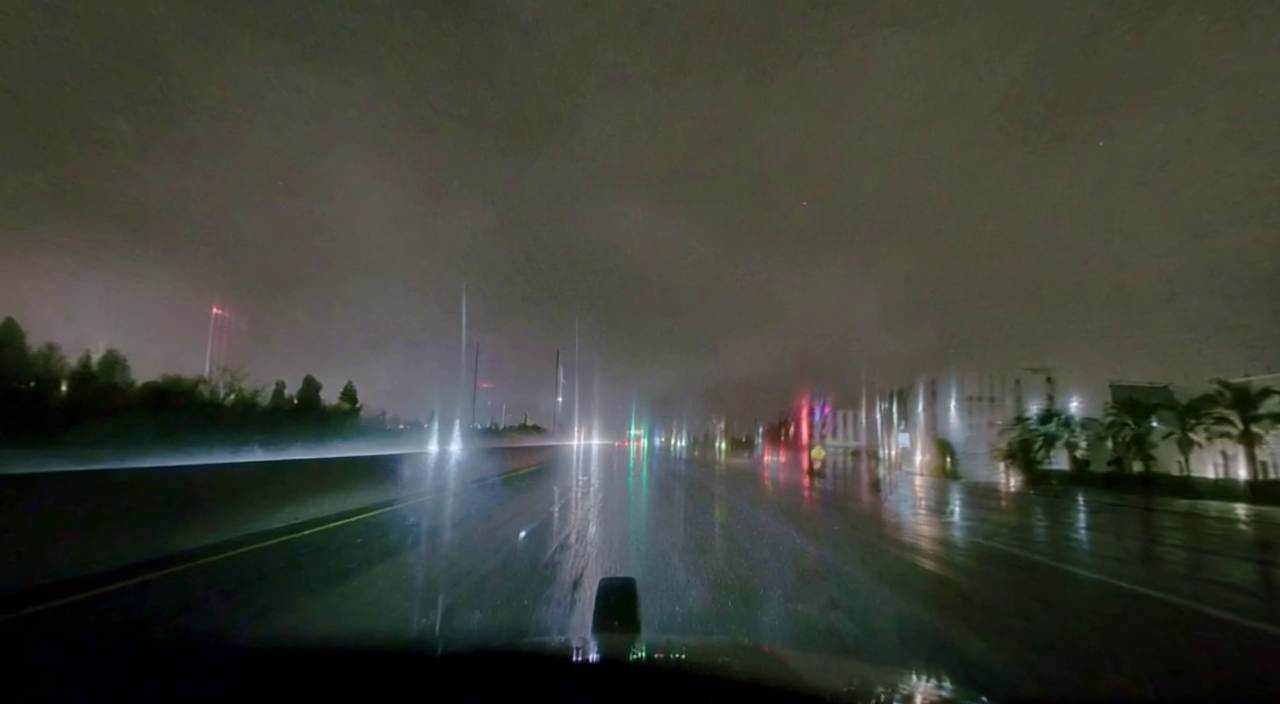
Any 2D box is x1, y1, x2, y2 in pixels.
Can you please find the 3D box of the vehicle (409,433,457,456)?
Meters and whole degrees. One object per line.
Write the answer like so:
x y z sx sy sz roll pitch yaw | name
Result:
-14.754 6.601 45.090 1.894 1.551 4.534 0 -8 1 | vehicle
